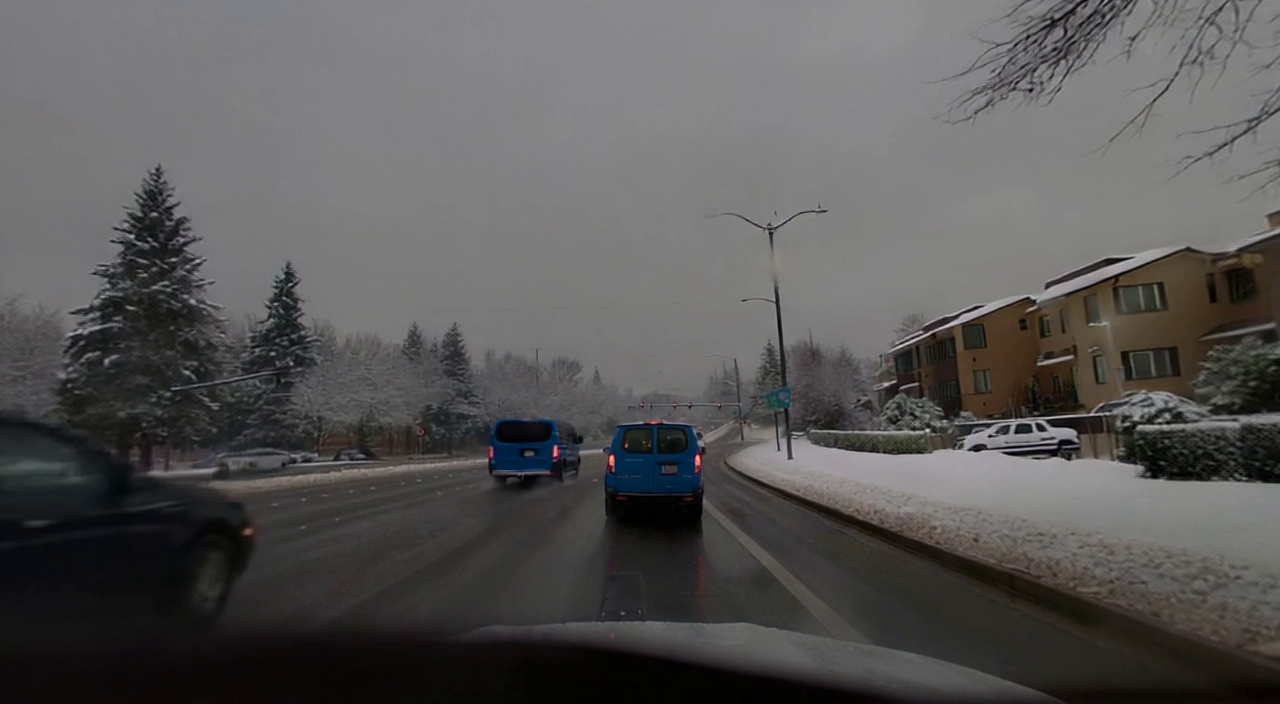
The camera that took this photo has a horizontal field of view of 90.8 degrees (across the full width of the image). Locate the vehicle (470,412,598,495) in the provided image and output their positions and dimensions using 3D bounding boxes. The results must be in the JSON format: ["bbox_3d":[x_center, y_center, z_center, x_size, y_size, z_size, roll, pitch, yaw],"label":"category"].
[{"bbox_3d":[-2.880,2.995,18.823,2.486,2.074,5.456,-1,-9,4],"label":"vehicle"}]

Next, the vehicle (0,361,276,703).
[{"bbox_3d":[-3.937,0.881,2.647,2.116,1.714,4.757,0,-9,-2],"label":"vehicle"}]

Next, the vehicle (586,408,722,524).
[{"bbox_3d":[0.307,2.139,12.279,2.173,1.830,4.189,0,-9,2],"label":"vehicle"}]
